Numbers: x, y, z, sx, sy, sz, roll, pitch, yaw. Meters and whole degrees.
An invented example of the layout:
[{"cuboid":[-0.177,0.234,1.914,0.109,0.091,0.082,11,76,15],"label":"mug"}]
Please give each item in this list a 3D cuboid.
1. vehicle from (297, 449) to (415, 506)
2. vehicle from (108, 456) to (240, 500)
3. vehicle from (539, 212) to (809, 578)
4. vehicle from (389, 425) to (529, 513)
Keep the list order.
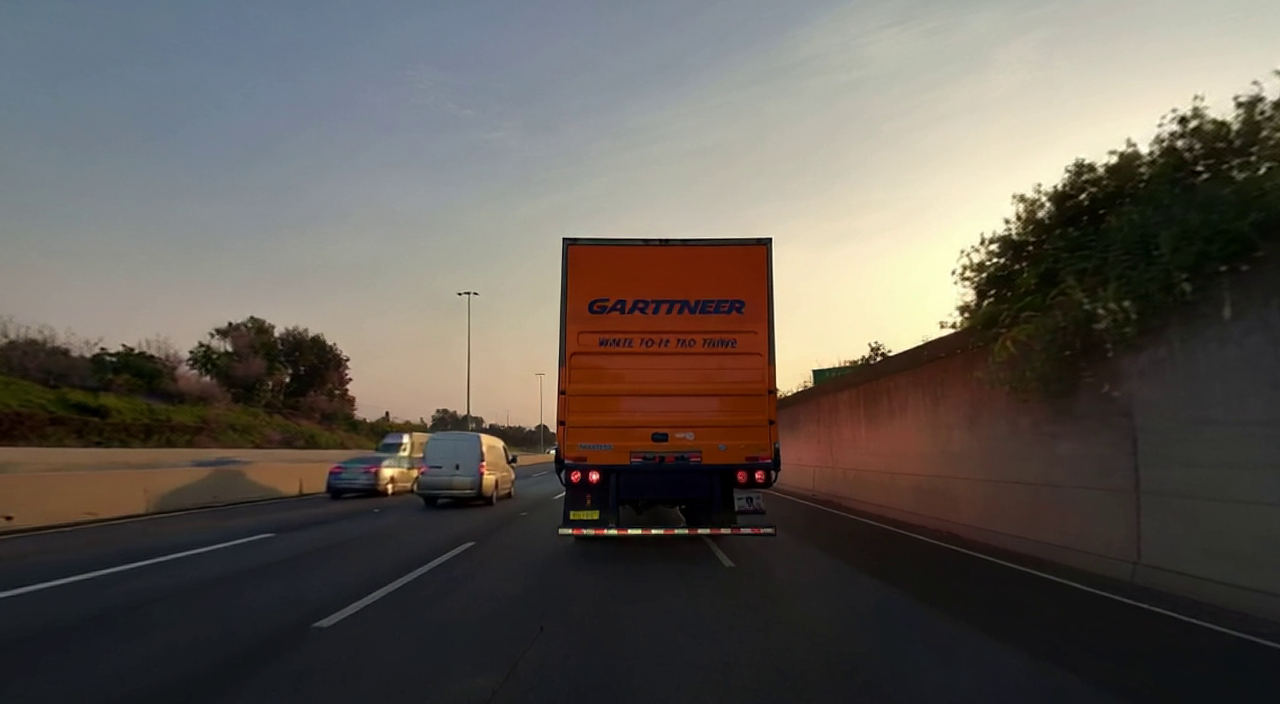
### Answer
[{"cuboid":[-8.201,3.621,18.550,1.828,1.502,3.385,0,-9,1],"label":"vehicle"},{"cuboid":[-17.673,4.764,24.237,1.883,1.463,4.199,0,-9,-1],"label":"vehicle"},{"cuboid":[0.461,1.220,12.207,2.853,4.054,10.557,0,-9,1],"label":"vehicle"},{"cuboid":[-4.631,3.102,17.105,2.293,2.015,4.915,0,-9,0],"label":"vehicle"}]
